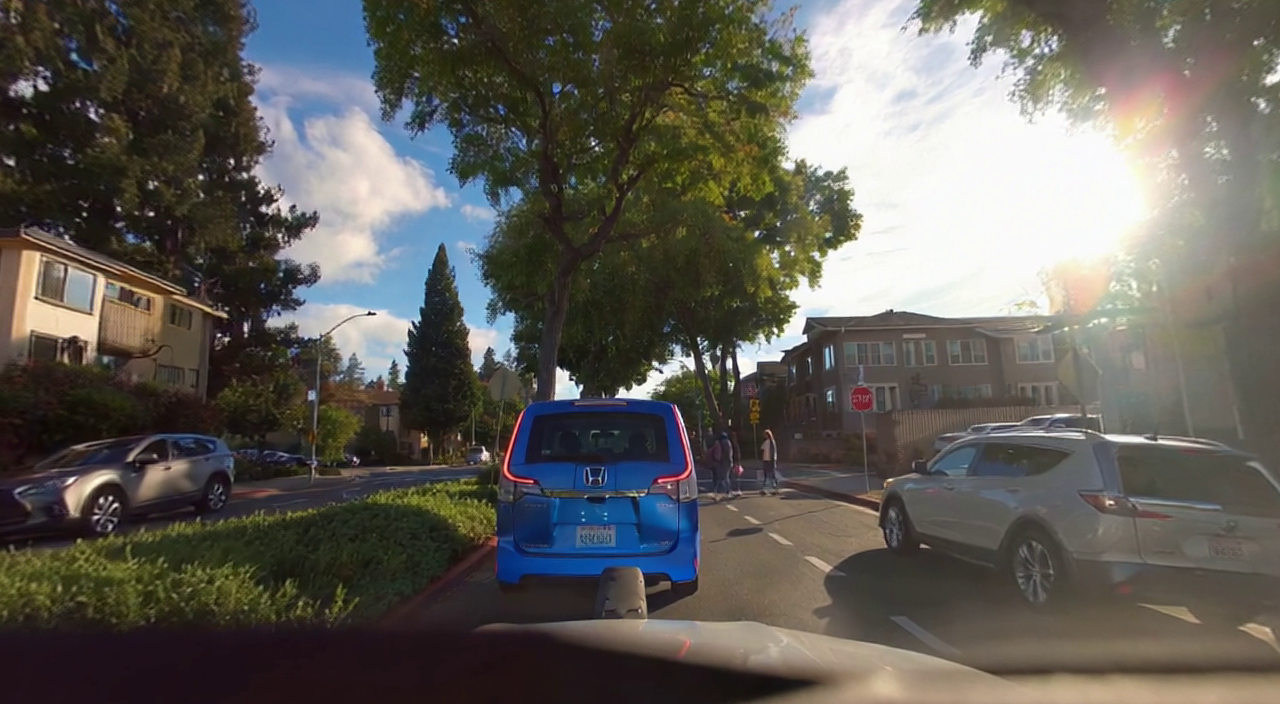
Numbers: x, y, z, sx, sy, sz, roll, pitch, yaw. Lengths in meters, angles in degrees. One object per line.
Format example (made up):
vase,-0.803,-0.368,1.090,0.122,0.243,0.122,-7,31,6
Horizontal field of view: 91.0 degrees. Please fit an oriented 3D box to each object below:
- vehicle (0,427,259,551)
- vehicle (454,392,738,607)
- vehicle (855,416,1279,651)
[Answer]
vehicle,-8.292,2.010,10.051,1.825,1.532,4.083,-3,-7,2
vehicle,-0.379,1.586,7.702,2.377,1.787,4.652,0,-8,0
vehicle,4.218,1.674,6.904,1.959,1.581,4.731,4,-9,-2
